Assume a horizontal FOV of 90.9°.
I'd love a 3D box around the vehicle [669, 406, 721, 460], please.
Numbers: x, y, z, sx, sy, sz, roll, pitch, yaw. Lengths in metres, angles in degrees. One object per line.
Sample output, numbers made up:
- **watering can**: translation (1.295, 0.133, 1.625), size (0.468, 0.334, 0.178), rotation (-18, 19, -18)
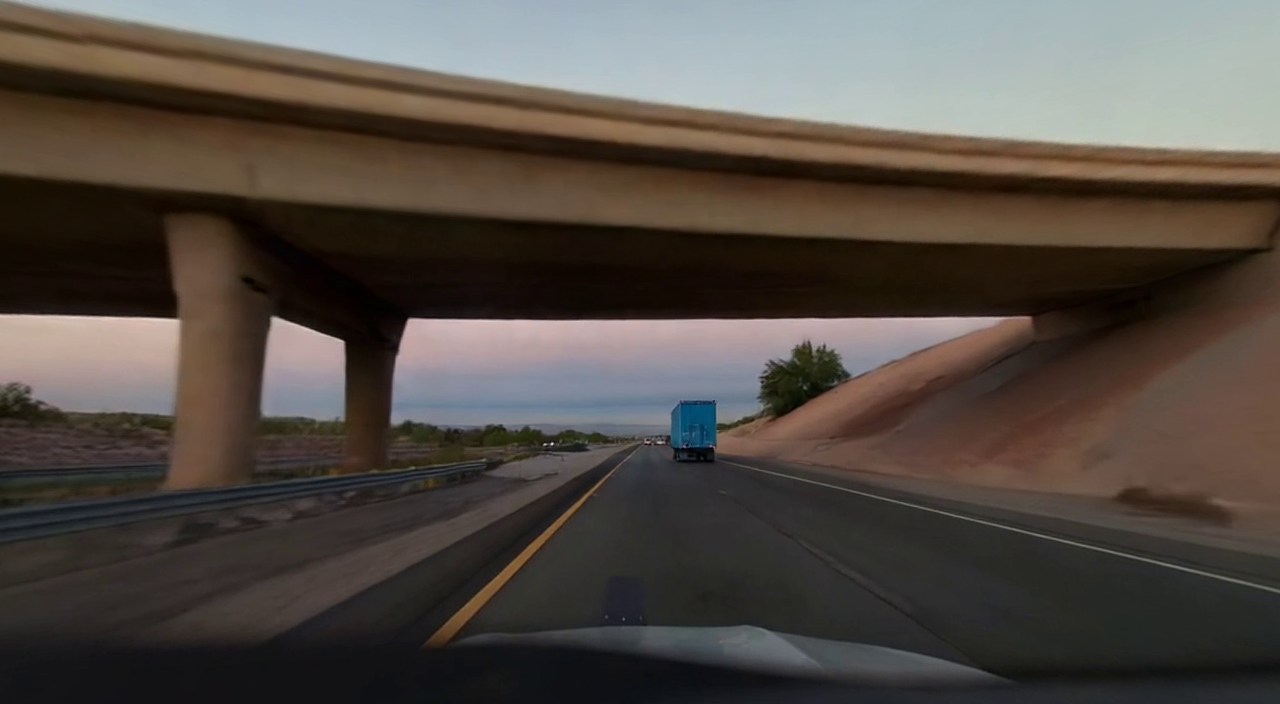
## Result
- **vehicle**: translation (4.123, 6.471, 49.781), size (3.024, 3.834, 10.128), rotation (0, -8, -1)
